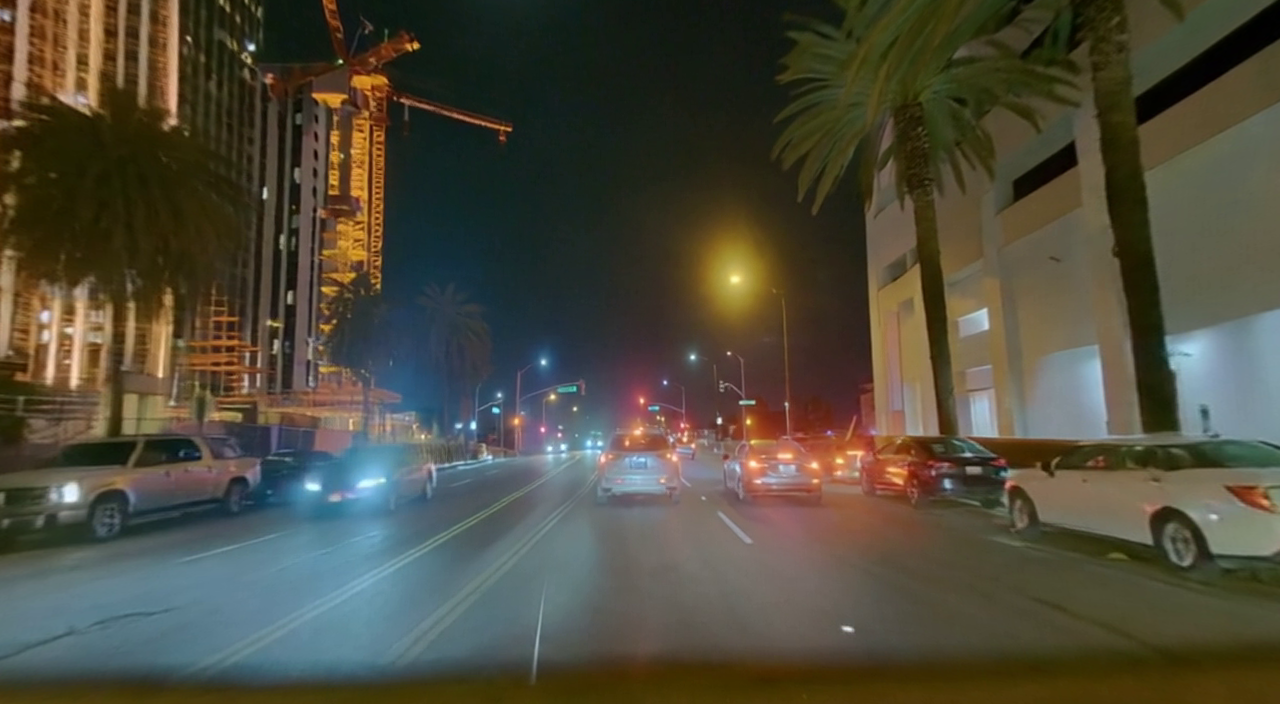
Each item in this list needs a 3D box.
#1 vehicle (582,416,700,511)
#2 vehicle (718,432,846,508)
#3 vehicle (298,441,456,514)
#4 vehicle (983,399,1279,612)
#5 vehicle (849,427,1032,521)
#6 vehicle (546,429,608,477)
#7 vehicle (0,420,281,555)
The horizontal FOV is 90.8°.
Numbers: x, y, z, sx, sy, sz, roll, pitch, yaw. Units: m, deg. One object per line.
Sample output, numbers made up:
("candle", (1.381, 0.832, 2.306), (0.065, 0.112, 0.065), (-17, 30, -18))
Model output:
("vehicle", (0.000, 2.468, 14.352), (2.264, 1.798, 4.258), (0, -9, 0))
("vehicle", (3.113, 2.675, 14.754), (1.999, 1.487, 3.939), (0, -9, -1))
("vehicle", (-6.112, 2.937, 15.361), (2.020, 1.486, 4.363), (0, -9, -1))
("vehicle", (6.339, 1.620, 7.501), (1.886, 1.792, 4.525), (0, -9, -1))
("vehicle", (6.163, 2.486, 13.611), (1.819, 1.672, 4.139), (0, -7, -1))
("vehicle", (-2.626, 4.348, 27.474), (2.180, 1.879, 4.452), (-1, -9, 1))
("vehicle", (-10.015, 2.655, 12.541), (2.294, 1.948, 6.025), (-6, -10, 0))
